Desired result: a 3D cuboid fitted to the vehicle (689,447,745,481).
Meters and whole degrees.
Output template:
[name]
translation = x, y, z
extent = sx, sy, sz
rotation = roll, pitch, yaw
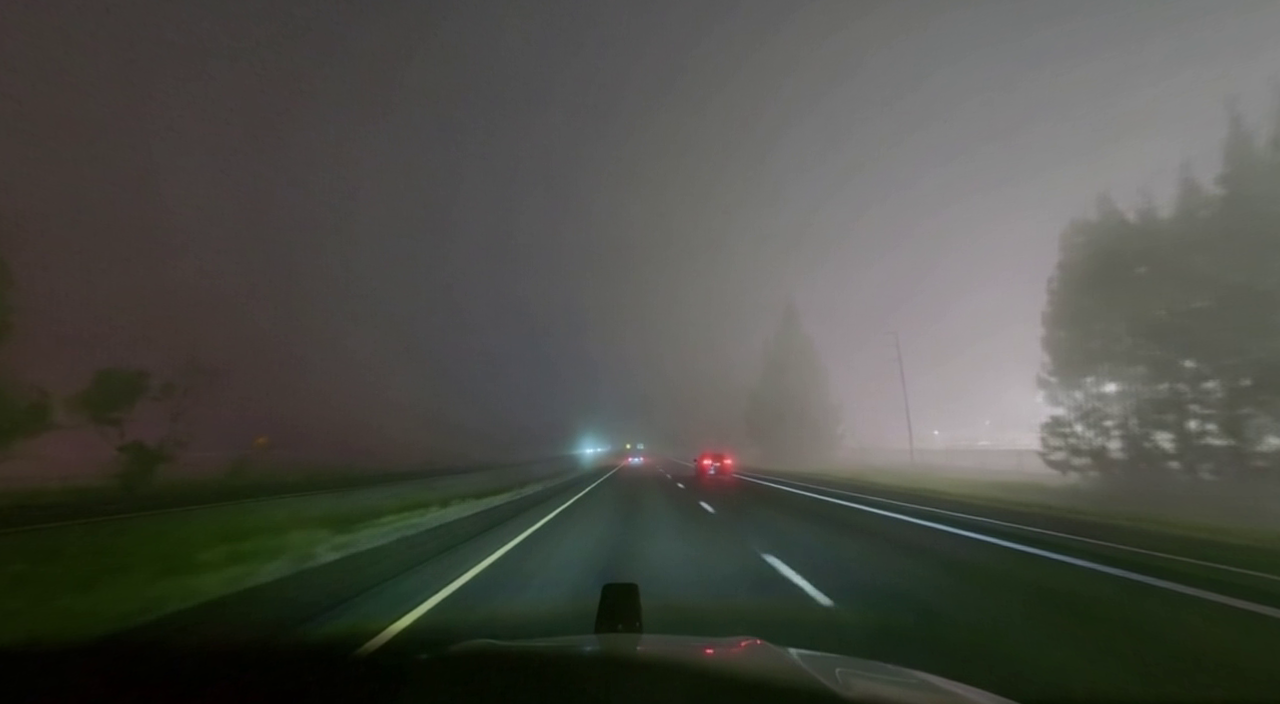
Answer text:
[vehicle]
translation = 3.605, 5.329, 30.277
extent = 2.115, 1.522, 4.330
rotation = 0, -9, 0
